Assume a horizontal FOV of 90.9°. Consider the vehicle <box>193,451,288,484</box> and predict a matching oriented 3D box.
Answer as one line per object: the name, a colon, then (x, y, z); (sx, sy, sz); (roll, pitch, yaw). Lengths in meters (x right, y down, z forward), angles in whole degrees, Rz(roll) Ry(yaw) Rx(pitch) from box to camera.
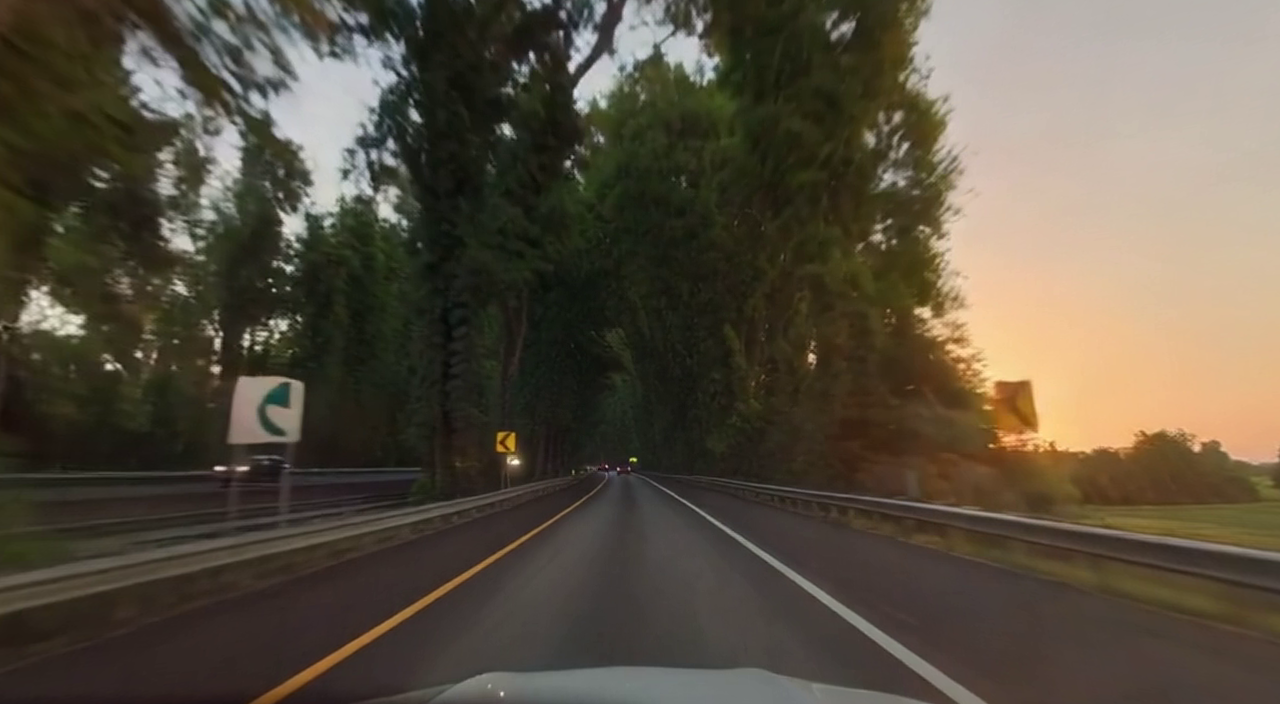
vehicle: (-21.031, 6.129, 33.427); (1.989, 1.626, 4.677); (1, -10, -1)
